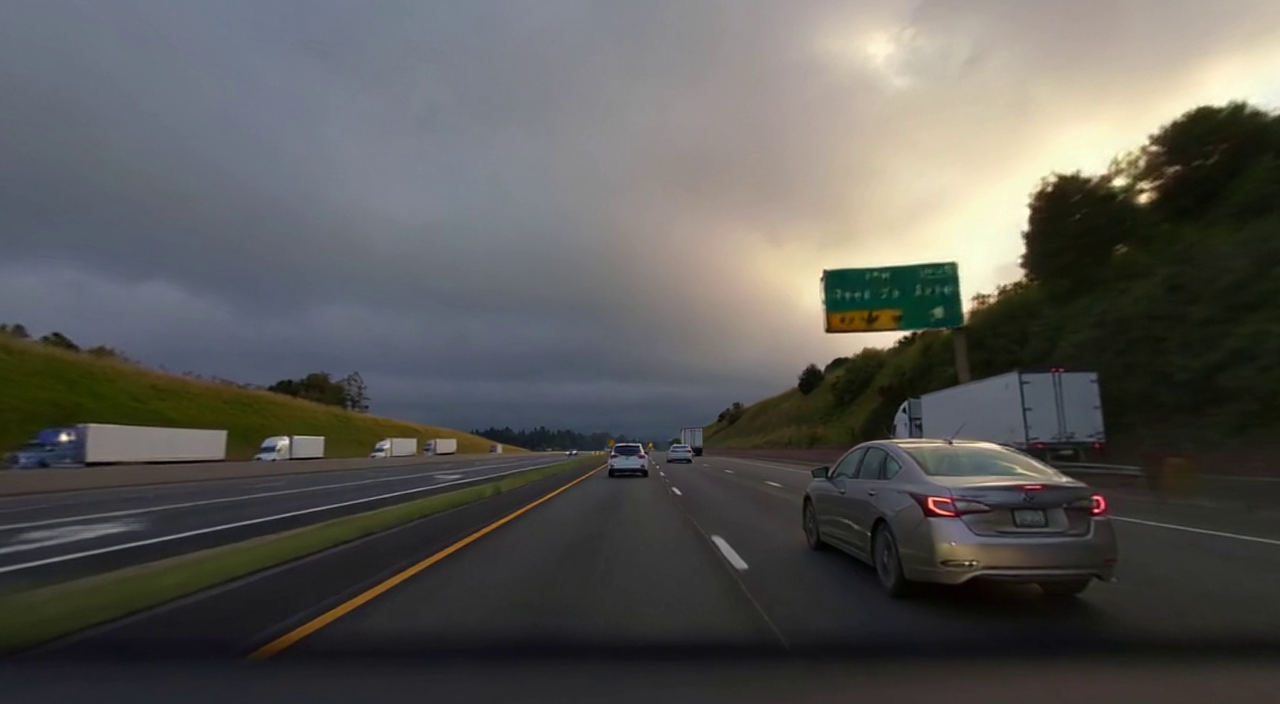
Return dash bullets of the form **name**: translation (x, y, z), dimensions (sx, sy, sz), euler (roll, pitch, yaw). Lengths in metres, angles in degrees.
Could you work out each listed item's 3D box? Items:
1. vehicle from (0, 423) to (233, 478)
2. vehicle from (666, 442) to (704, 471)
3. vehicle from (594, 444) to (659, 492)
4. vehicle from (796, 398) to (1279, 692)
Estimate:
- **vehicle**: translation (-36.797, 7.195, 45.988), dimensions (2.760, 3.231, 16.626), euler (0, -9, 2)
- **vehicle**: translation (2.720, 6.512, 39.320), dimensions (2.048, 1.704, 4.284), euler (0, -9, 0)
- **vehicle**: translation (-0.437, 3.836, 21.128), dimensions (1.970, 1.441, 3.846), euler (0, -9, -1)
- **vehicle**: translation (3.087, 1.381, 5.738), dimensions (1.997, 1.534, 4.664), euler (0, -9, -2)
